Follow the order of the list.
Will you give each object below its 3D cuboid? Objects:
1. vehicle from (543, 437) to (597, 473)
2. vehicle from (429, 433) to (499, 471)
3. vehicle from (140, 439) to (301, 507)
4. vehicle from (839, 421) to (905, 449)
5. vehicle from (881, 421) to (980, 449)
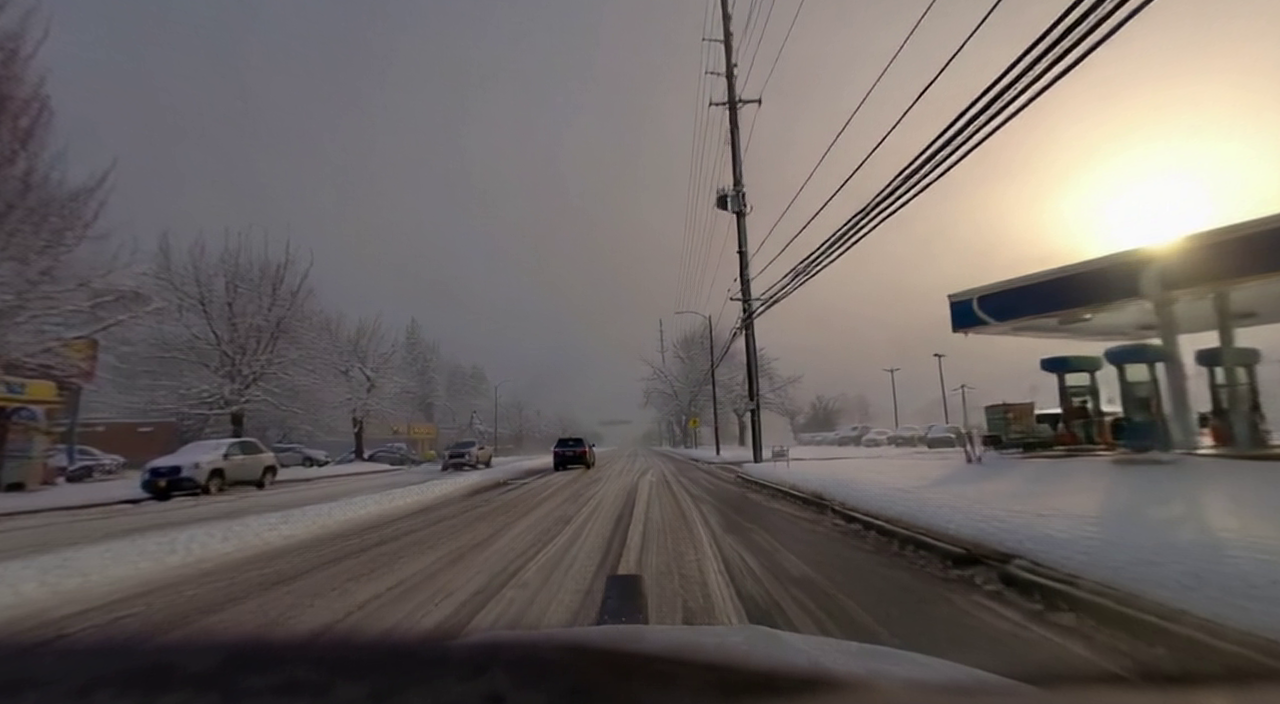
[{"bbox_3d":[-3.151,4.730,29.154,2.073,1.525,3.968,0,-8,-1],"label":"vehicle"},{"bbox_3d":[-10.193,5.827,37.042,2.437,2.069,5.159,-1,-8,2],"label":"vehicle"},{"bbox_3d":[-14.968,4.274,22.958,2.353,2.144,4.847,-1,-8,2],"label":"vehicle"},{"bbox_3d":[17.491,6.260,47.805,2.020,1.972,4.983,2,-7,-17],"label":"vehicle"},{"bbox_3d":[17.414,5.006,37.971,4.943,1.646,2.072,0,-8,-2],"label":"vehicle"}]
